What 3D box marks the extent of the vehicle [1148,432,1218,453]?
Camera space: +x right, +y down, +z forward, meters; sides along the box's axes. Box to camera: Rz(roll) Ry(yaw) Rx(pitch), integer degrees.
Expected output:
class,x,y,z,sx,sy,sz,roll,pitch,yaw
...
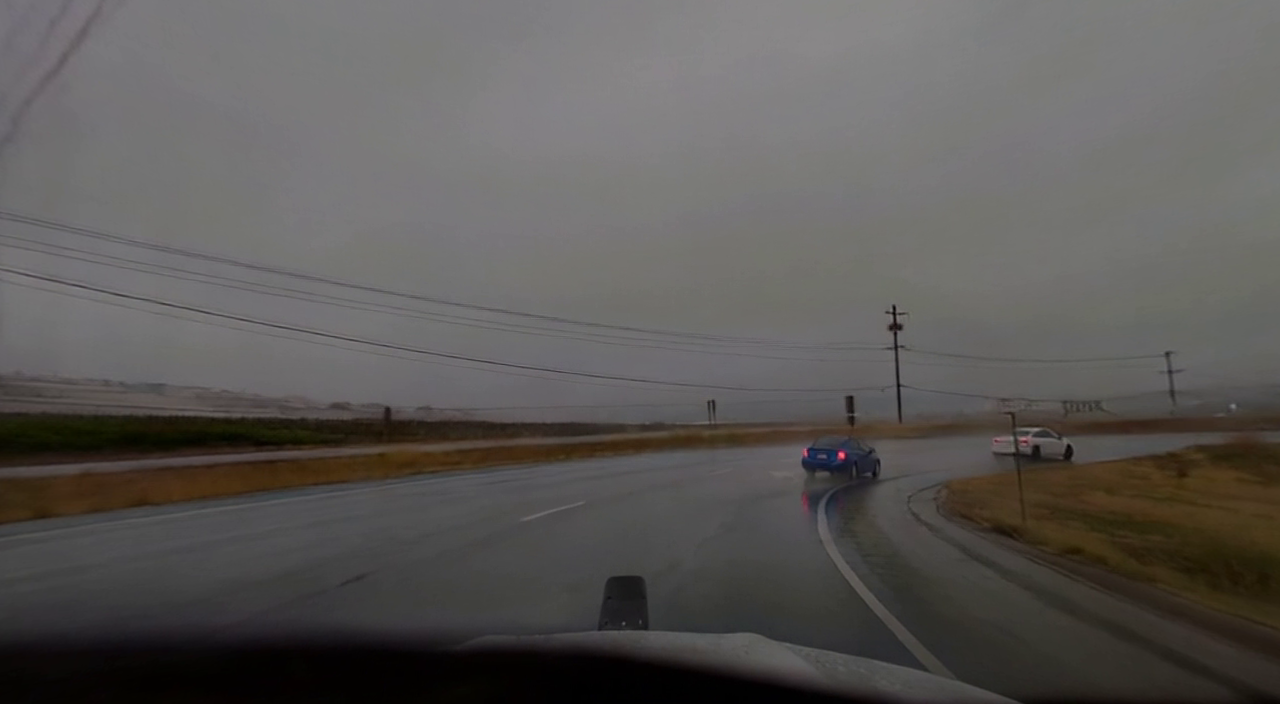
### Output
class,x,y,z,sx,sy,sz,roll,pitch,yaw
vehicle,42.412,7.062,49.273,4.102,1.552,1.931,2,-8,-12

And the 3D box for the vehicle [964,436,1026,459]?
class,x,y,z,sx,sy,sz,roll,pitch,yaw
vehicle,24.048,6.450,42.653,4.307,1.465,1.836,6,-10,-35

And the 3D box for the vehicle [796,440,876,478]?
class,x,y,z,sx,sy,sz,roll,pitch,yaw
vehicle,8.240,4.392,26.227,2.026,1.407,4.374,-5,-10,32
